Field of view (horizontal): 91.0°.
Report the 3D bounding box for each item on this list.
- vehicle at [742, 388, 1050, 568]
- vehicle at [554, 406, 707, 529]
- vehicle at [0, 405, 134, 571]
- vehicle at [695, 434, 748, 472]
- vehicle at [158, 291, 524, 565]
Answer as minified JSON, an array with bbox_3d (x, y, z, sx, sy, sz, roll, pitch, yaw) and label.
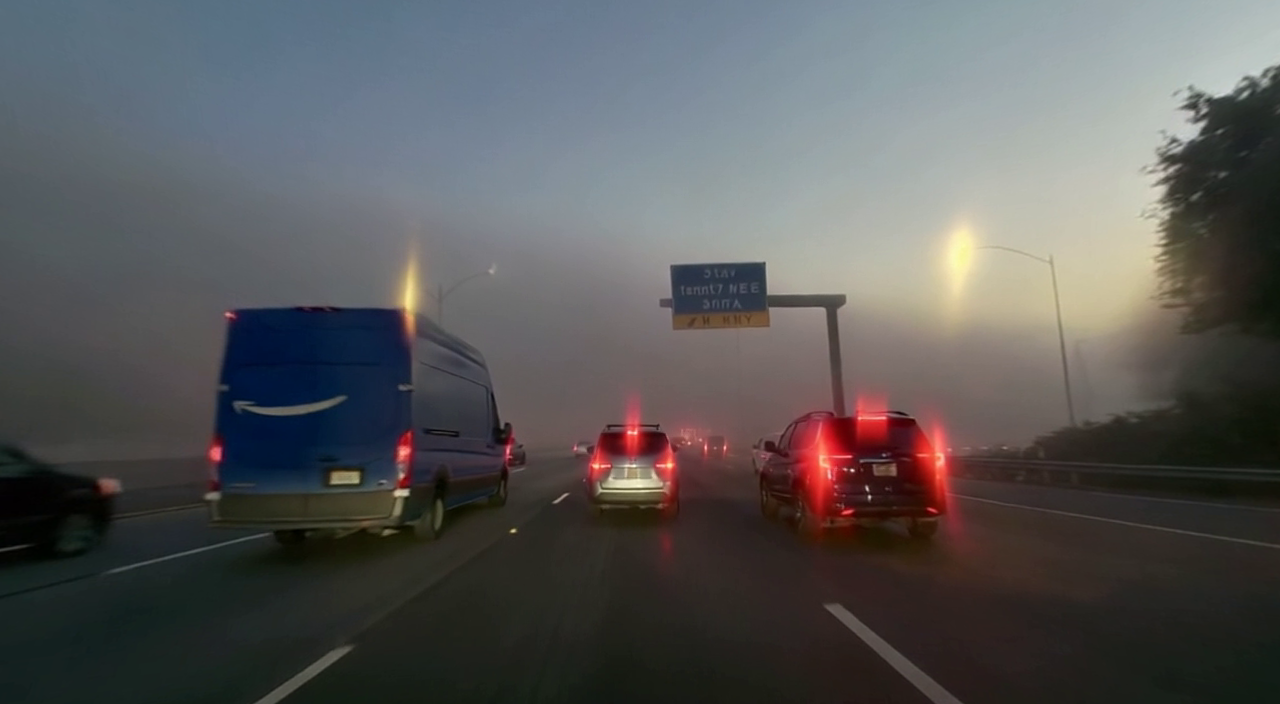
[{"bbox_3d":[3.148,1.721,9.339,2.341,1.890,5.144,1,-8,-1],"label":"vehicle"},{"bbox_3d":[-0.138,2.056,11.683,2.287,1.823,4.369,0,-8,0],"label":"vehicle"},{"bbox_3d":[-7.182,1.183,5.253,2.031,1.583,4.646,0,-8,0],"label":"vehicle"},{"bbox_3d":[3.948,4.953,31.106,2.064,1.720,4.416,0,-8,0],"label":"vehicle"},{"bbox_3d":[-3.675,1.240,9.872,2.415,2.821,6.636,0,-8,0],"label":"vehicle"}]
